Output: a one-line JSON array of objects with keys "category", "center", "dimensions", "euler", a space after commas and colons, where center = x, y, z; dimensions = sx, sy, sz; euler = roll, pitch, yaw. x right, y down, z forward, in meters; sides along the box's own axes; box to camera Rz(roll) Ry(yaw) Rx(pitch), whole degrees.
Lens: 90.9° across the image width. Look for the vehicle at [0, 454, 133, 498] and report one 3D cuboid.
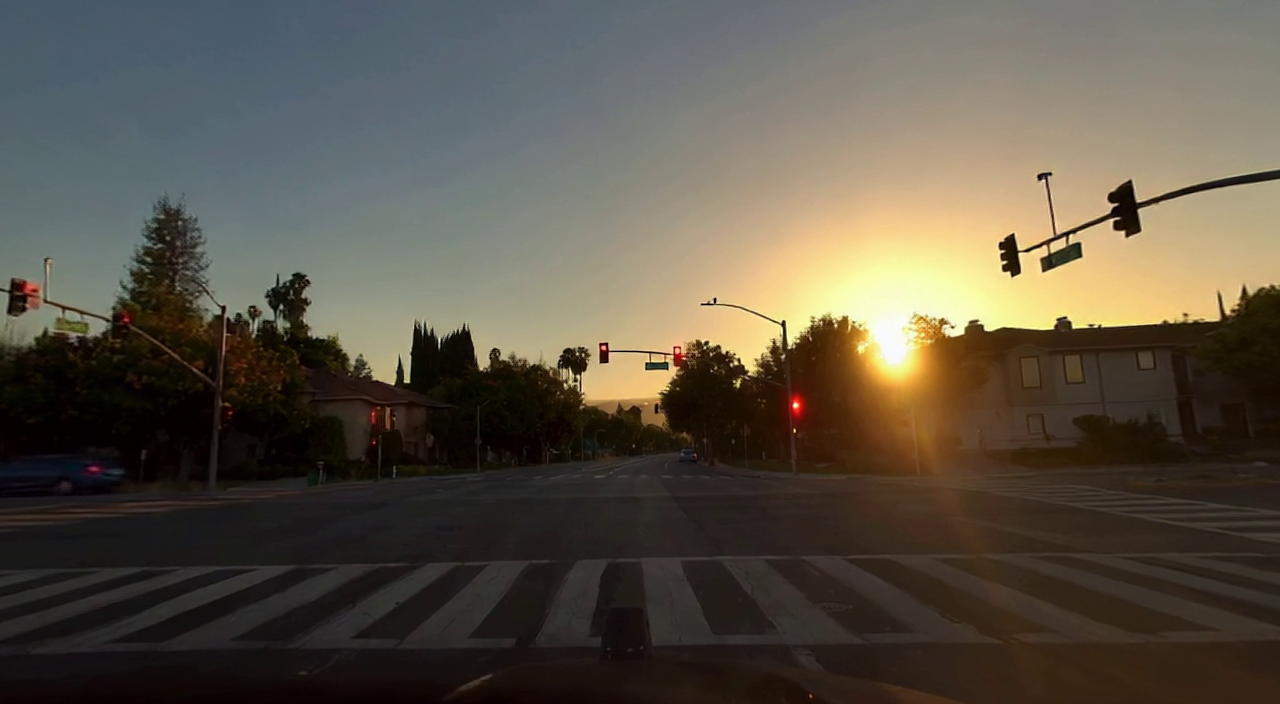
[{"category": "vehicle", "center": [-21.377, 4.433, 22.745], "dimensions": [4.562, 1.460, 1.822], "euler": [0, -8, 0]}]
